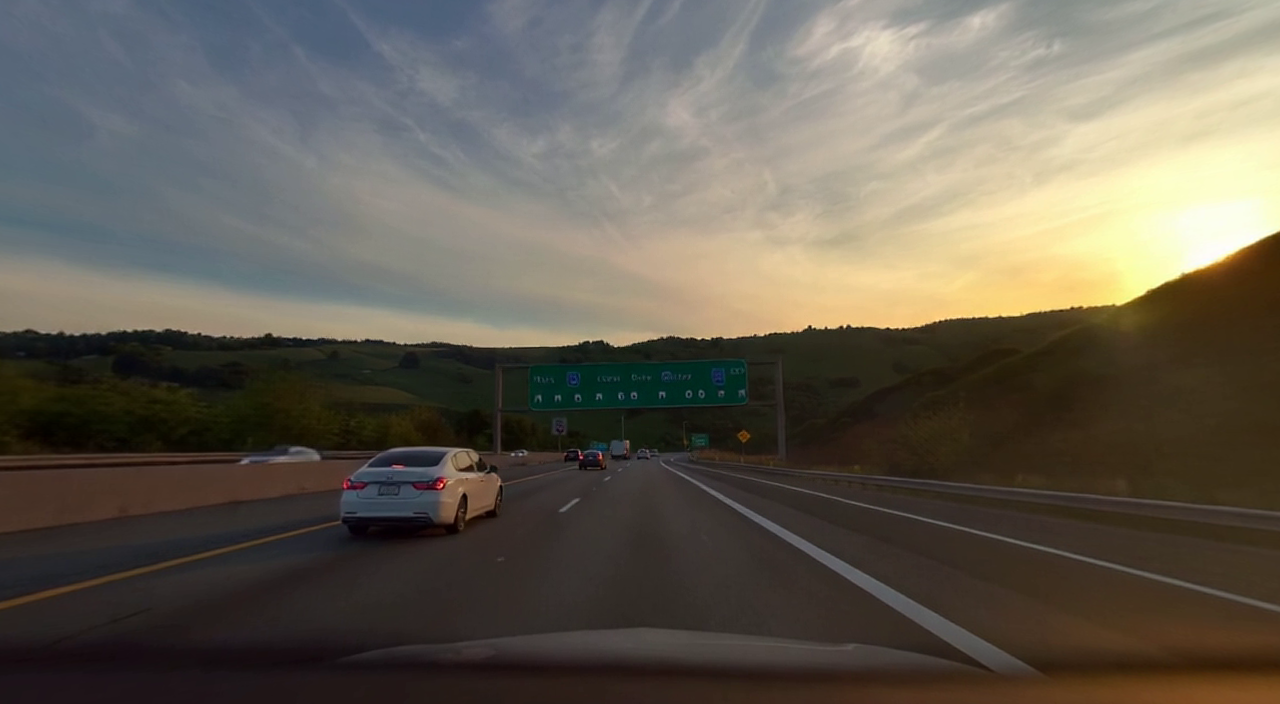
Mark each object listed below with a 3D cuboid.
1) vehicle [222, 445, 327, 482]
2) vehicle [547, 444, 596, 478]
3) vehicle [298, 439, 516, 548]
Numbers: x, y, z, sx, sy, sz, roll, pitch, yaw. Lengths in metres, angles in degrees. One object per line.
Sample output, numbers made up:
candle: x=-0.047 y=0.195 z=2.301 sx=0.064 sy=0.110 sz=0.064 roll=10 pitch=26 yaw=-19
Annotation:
vehicle: x=-15.926 y=4.869 z=27.804 sx=1.930 sy=1.482 sz=4.513 roll=0 pitch=-9 yaw=0
vehicle: x=-3.588 y=5.830 z=33.874 sx=2.073 sy=1.694 sz=4.162 roll=0 pitch=-9 yaw=1
vehicle: x=-3.580 y=2.263 z=10.791 sx=1.988 sy=1.440 sz=4.504 roll=0 pitch=-9 yaw=0
